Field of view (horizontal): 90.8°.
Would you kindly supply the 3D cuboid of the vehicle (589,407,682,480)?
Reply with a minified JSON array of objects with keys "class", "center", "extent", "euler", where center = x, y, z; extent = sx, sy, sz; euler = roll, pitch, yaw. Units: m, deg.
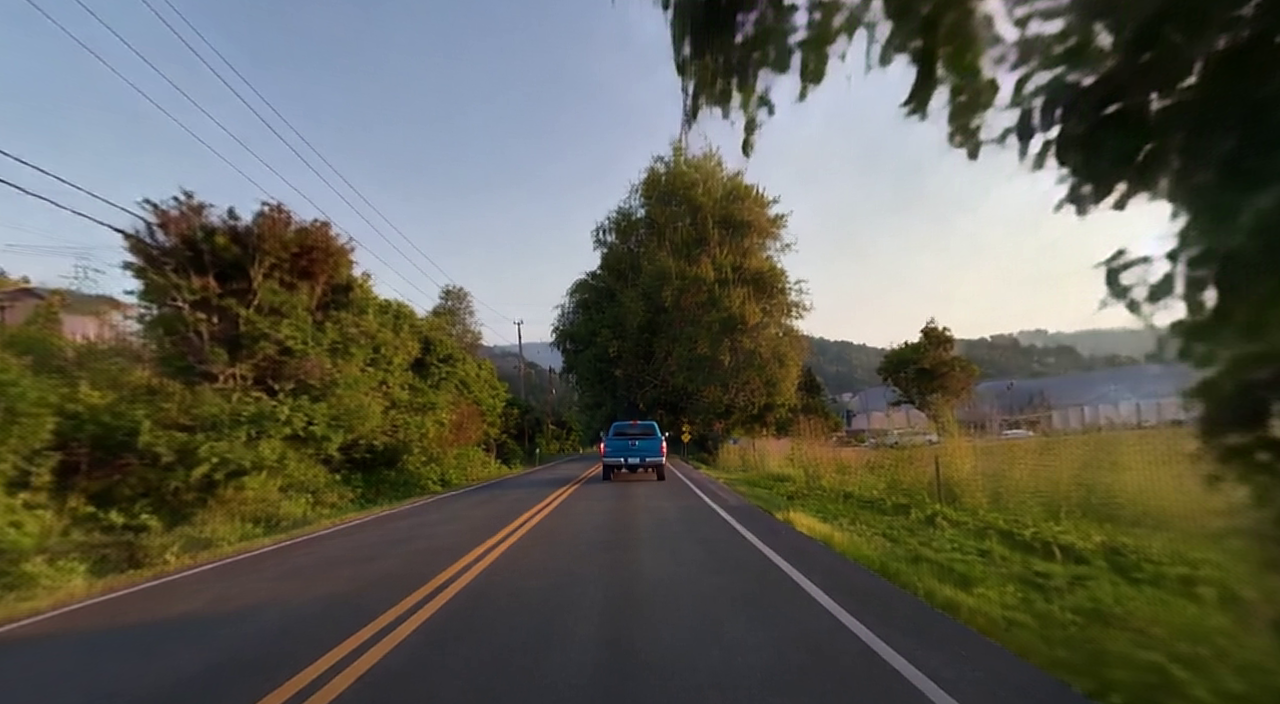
[{"class":"vehicle","center":[-0.230,3.482,24.180],"extent":[3.021,2.326,7.410],"euler":[0,-8,-1]}]
